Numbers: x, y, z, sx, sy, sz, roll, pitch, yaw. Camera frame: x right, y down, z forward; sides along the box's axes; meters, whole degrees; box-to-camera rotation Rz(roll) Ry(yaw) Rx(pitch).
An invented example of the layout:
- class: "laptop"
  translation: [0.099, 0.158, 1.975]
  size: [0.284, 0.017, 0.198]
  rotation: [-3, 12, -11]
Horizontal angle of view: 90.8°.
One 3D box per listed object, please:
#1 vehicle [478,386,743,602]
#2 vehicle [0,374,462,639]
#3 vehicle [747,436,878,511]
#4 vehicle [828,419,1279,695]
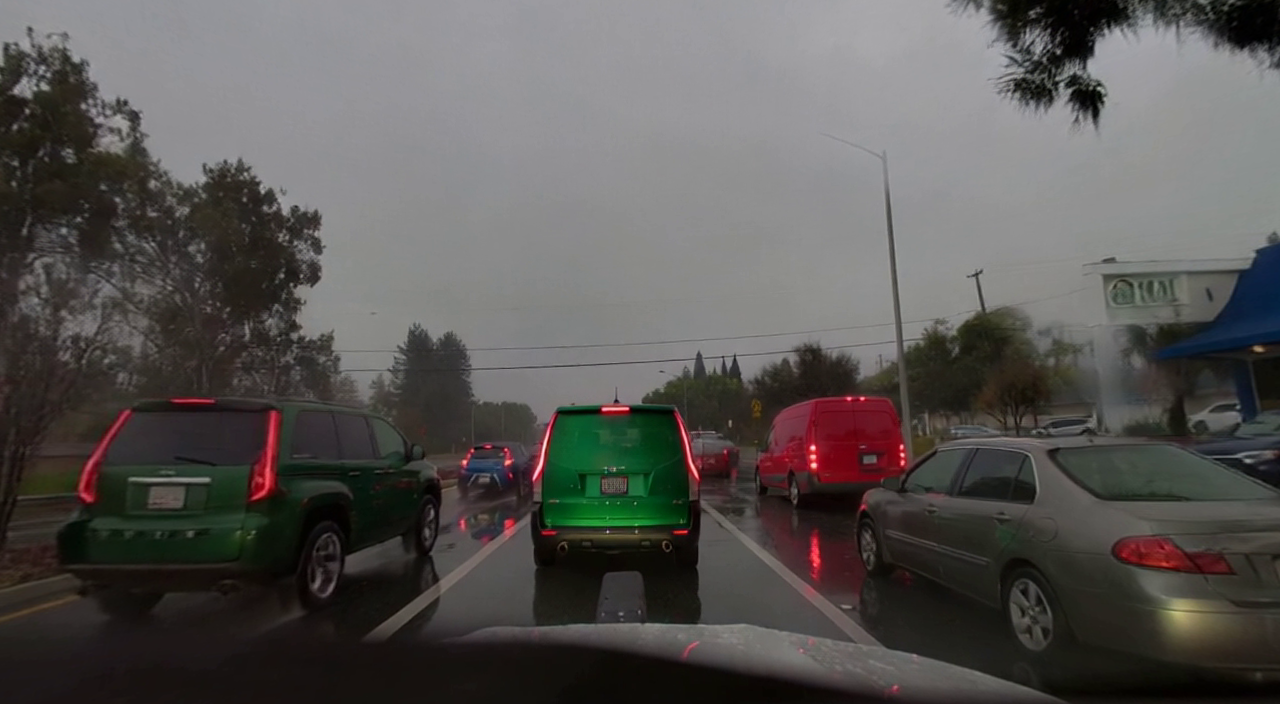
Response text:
- class: "vehicle"
  translation: [-0.293, 1.514, 7.532]
  size: [2.238, 1.825, 4.190]
  rotation: [0, -9, -1]
- class: "vehicle"
  translation: [-3.673, 1.411, 6.739]
  size: [2.231, 1.853, 4.461]
  rotation: [0, -9, 0]
- class: "vehicle"
  translation: [3.917, 2.820, 15.163]
  size: [1.875, 1.521, 4.192]
  rotation: [0, -9, -1]
- class: "vehicle"
  translation: [3.360, 1.437, 5.678]
  size: [1.900, 1.477, 4.352]
  rotation: [0, -9, -1]
